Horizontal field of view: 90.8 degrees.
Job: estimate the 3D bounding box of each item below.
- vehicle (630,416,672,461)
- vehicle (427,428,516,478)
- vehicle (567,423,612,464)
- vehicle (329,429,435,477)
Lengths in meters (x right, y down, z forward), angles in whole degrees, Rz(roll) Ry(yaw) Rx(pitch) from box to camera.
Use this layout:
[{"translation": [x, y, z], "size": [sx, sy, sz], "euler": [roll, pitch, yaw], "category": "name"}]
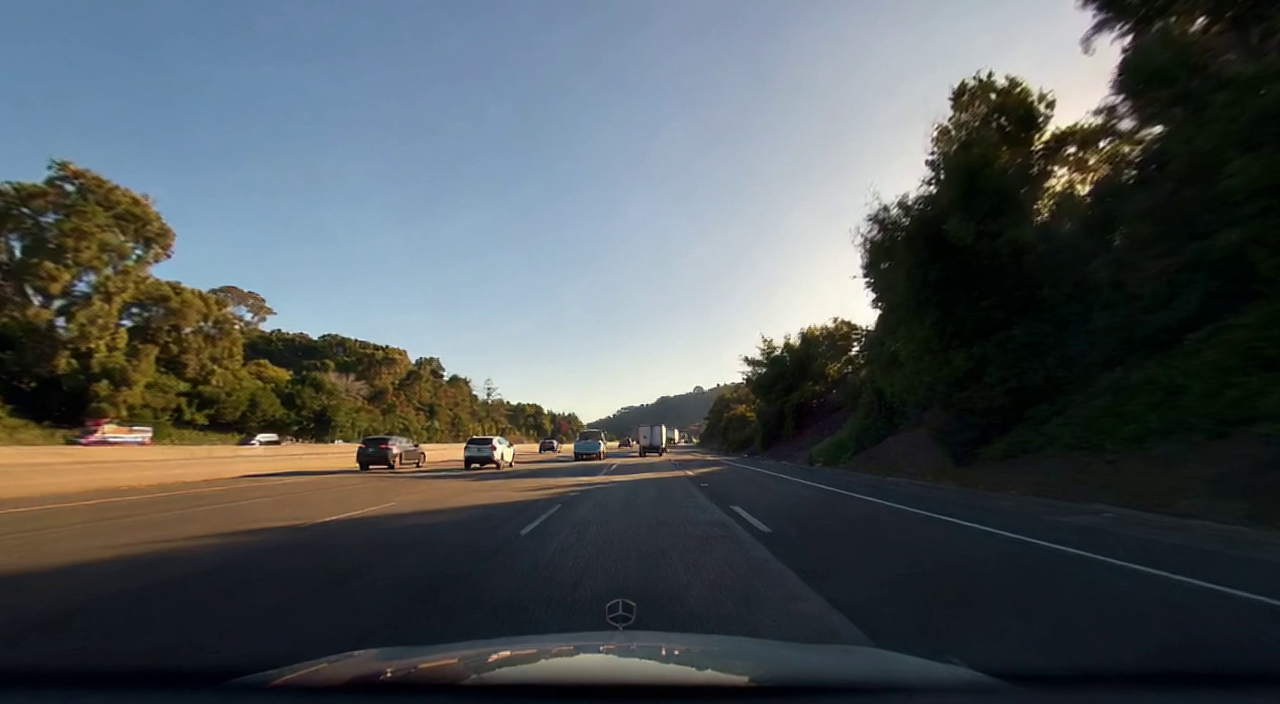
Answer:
[{"translation": [0.759, 6.114, 44.427], "size": [2.768, 2.854, 6.757], "euler": [0, -8, 1], "category": "vehicle"}, {"translation": [-6.826, 4.171, 26.258], "size": [2.206, 1.838, 4.889], "euler": [0, -8, 1], "category": "vehicle"}, {"translation": [-3.241, 6.039, 41.760], "size": [2.328, 2.519, 5.238], "euler": [0, -8, 3], "category": "vehicle"}, {"translation": [-10.700, 4.250, 26.775], "size": [2.080, 1.777, 5.450], "euler": [0, -8, 1], "category": "vehicle"}]
